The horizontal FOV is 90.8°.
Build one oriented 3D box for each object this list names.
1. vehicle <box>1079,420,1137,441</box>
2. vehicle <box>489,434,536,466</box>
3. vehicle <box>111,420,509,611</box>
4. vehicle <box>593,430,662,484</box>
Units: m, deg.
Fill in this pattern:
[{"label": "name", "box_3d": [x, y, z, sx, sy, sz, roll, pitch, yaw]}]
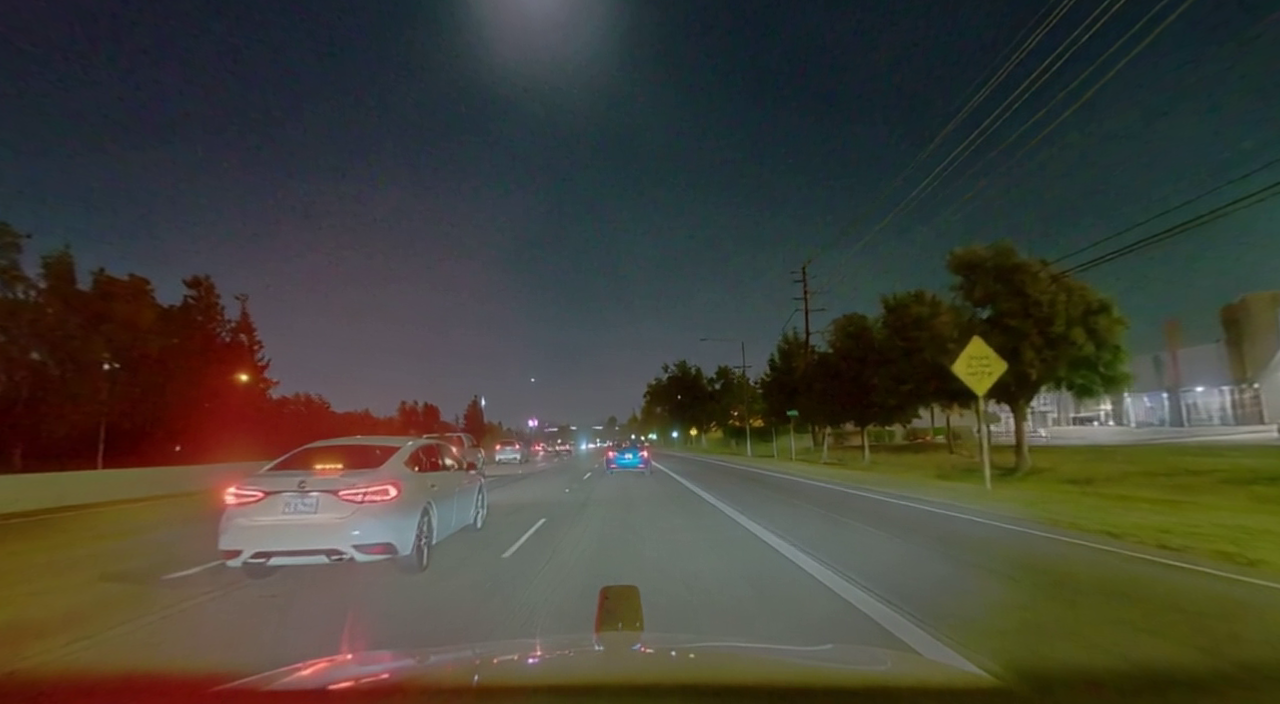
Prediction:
[{"label": "vehicle", "box_3d": [34.065, 5.778, 46.108, 1.795, 1.467, 3.675, -2, -8, 9]}, {"label": "vehicle", "box_3d": [-7.447, 5.772, 37.337, 1.914, 1.756, 4.179, 0, -8, 0]}, {"label": "vehicle", "box_3d": [-3.135, 1.647, 7.448, 2.174, 1.510, 4.636, 0, -8, 0]}, {"label": "vehicle", "box_3d": [-0.440, 3.582, 21.805, 2.140, 1.653, 4.108, 0, -8, -1]}]
